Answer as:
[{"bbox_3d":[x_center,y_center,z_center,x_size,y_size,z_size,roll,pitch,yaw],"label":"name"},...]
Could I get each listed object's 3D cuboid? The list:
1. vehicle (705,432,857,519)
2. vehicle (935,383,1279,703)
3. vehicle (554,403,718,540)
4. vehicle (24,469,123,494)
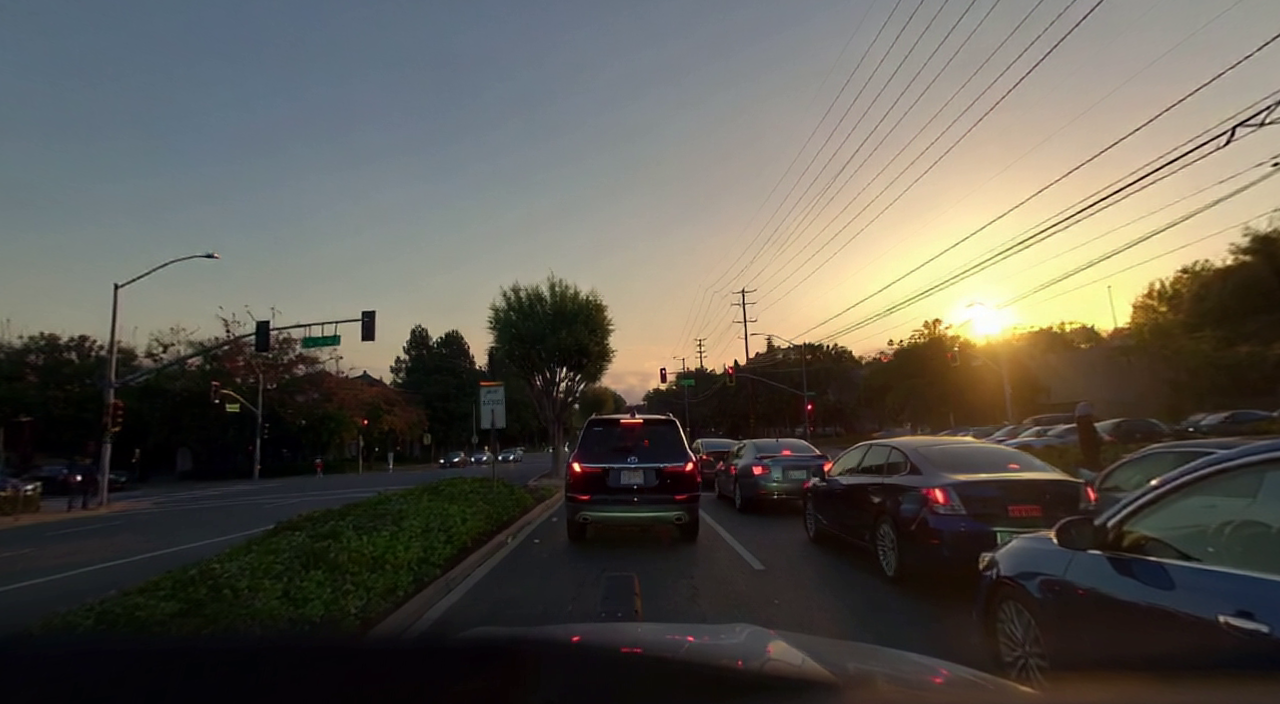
[{"bbox_3d":[2.684,2.467,13.171,2.025,1.477,4.333,0,-9,-2],"label":"vehicle"},{"bbox_3d":[2.744,0.783,1.481,2.004,1.460,4.297,0,-9,0],"label":"vehicle"},{"bbox_3d":[-0.103,1.994,11.132,2.236,1.856,4.816,0,-9,-1],"label":"vehicle"},{"bbox_3d":[-38.244,8.735,42.739,4.569,1.505,1.992,1,-9,-5],"label":"vehicle"}]
